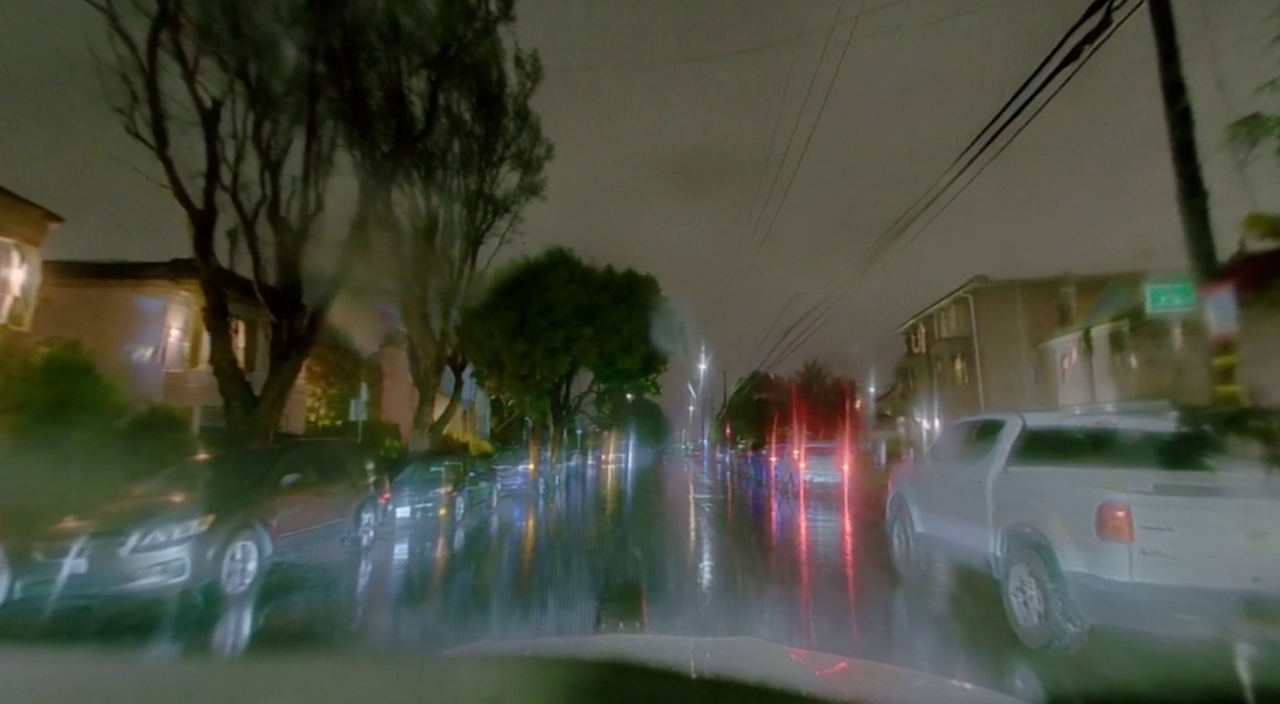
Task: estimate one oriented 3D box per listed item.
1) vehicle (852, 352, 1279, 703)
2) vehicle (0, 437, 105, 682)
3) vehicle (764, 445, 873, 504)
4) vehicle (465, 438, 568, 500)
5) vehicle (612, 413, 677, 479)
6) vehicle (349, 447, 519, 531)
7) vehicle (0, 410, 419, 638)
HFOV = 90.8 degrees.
[{"bbox_3d":[3.731,1.286,5.585,2.182,1.900,4.779,0,-8,2],"label":"vehicle"},{"bbox_3d":[-4.974,1.074,2.430,1.855,1.510,4.406,0,-8,2],"label":"vehicle"},{"bbox_3d":[4.917,3.404,18.047,1.813,1.468,4.267,0,-8,0],"label":"vehicle"},{"bbox_3d":[-3.877,3.776,20.965,2.002,1.781,5.380,-1,-8,4],"label":"vehicle"},{"bbox_3d":[0.396,4.695,31.639,2.716,2.887,6.781,-1,-8,5],"label":"vehicle"},{"bbox_3d":[-4.211,2.856,13.899,1.861,1.474,4.749,-1,-8,4],"label":"vehicle"},{"bbox_3d":[-4.749,1.757,7.673,2.203,1.815,4.972,0,-8,1],"label":"vehicle"}]
